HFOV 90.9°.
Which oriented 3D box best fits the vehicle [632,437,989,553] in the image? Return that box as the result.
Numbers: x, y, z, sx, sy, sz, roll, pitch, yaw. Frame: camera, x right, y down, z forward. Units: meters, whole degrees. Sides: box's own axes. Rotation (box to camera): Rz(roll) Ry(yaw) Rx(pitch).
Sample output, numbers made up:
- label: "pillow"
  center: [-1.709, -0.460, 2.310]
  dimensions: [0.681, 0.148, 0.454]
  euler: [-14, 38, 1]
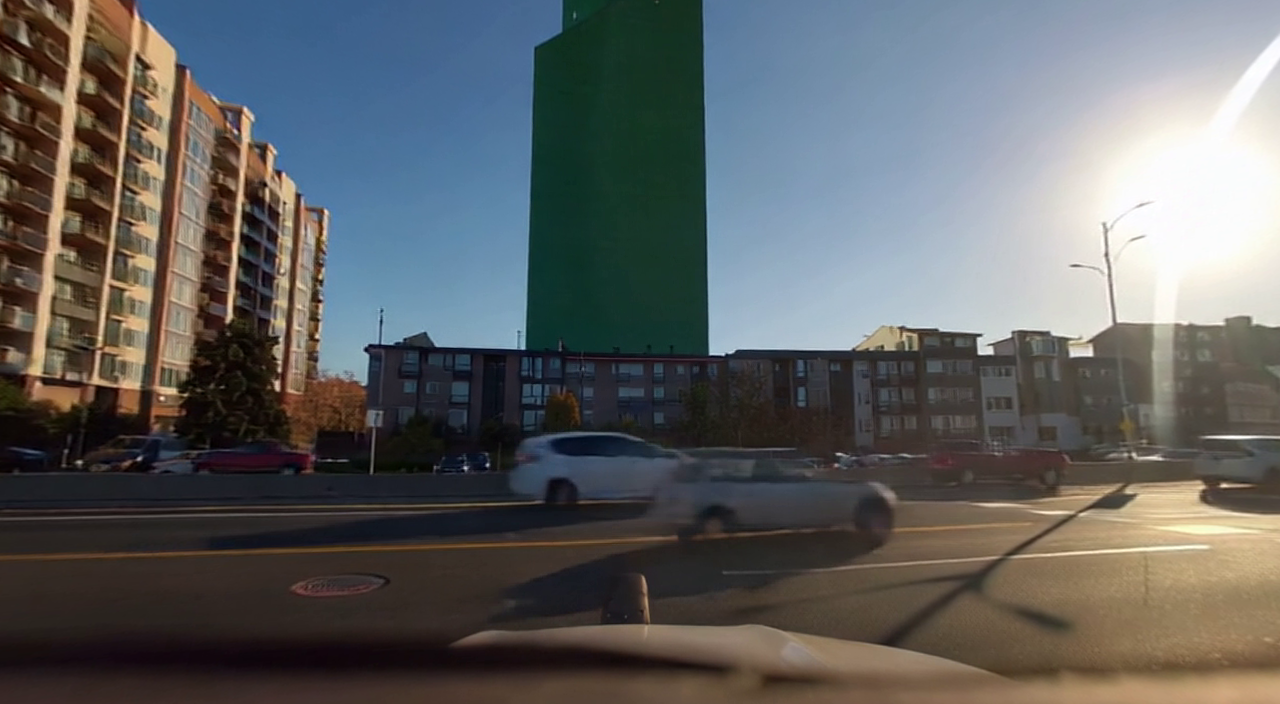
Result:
- label: "vehicle"
  center: [2.381, 2.023, 9.457]
  dimensions: [4.710, 1.444, 2.041]
  euler: [2, -9, -11]

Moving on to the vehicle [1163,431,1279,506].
- label: "vehicle"
  center: [15.817, 2.885, 15.870]
  dimensions: [4.011, 1.697, 1.857]
  euler: [2, -9, -13]

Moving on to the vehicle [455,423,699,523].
- label: "vehicle"
  center: [-1.233, 2.271, 12.173]
  dimensions: [4.284, 1.692, 2.031]
  euler: [2, -9, -11]

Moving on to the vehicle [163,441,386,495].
- label: "vehicle"
  center: [-10.666, 3.423, 18.818]
  dimensions: [5.371, 1.488, 1.763]
  euler: [2, -9, -10]

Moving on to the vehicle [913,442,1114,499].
- label: "vehicle"
  center: [10.530, 3.301, 17.891]
  dimensions: [4.795, 1.465, 1.882]
  euler: [2, -9, -12]
